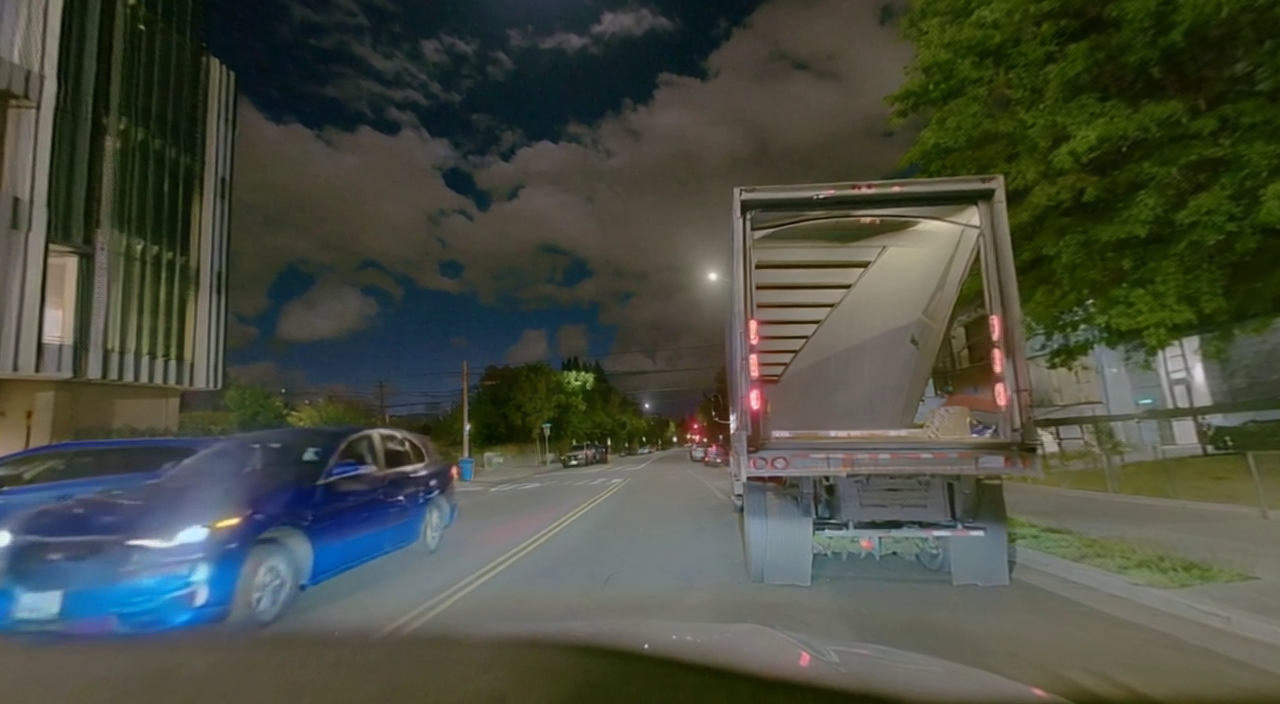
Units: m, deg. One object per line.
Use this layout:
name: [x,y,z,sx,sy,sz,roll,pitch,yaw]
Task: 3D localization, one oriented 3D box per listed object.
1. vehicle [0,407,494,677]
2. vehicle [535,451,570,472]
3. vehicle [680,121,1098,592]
vehicle: [-3.273,1.498,6.239,2.311,1.631,4.510,0,-8,4]
vehicle: [-6.778,8.511,49.188,1.798,1.459,4.306,-1,-8,5]
vehicle: [2.581,0.778,11.193,3.320,4.034,11.553,-1,-8,5]
